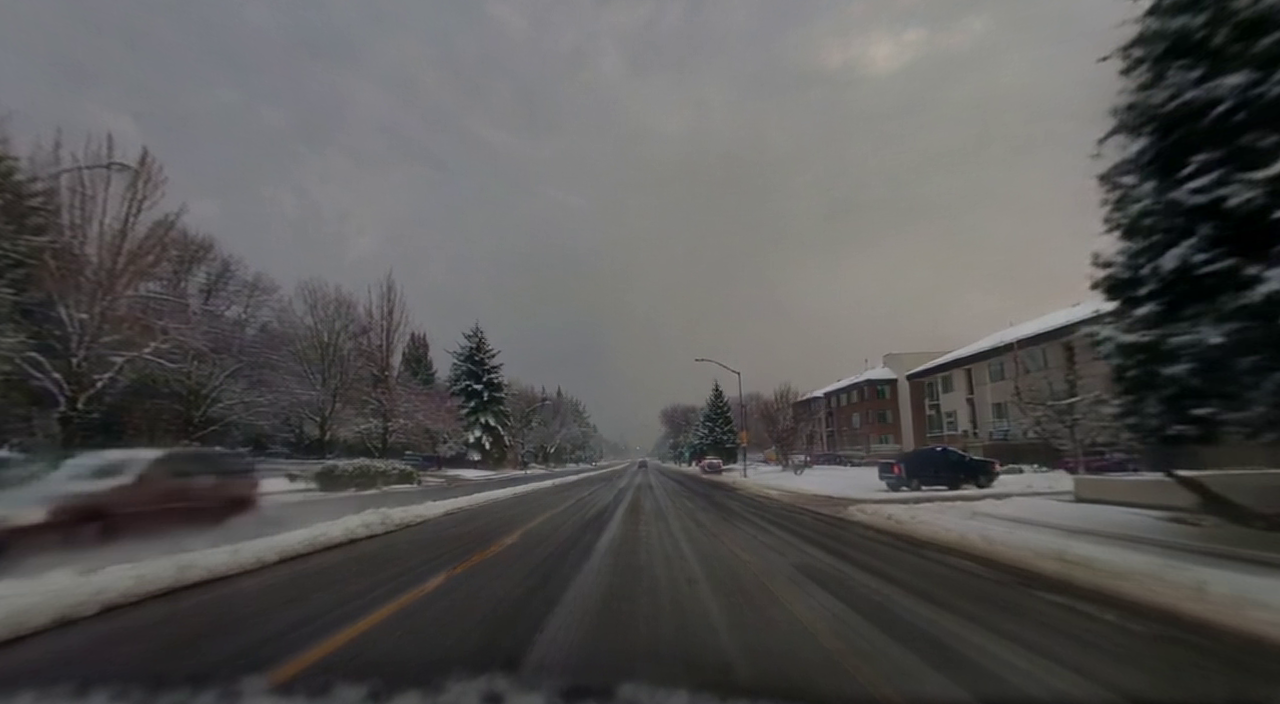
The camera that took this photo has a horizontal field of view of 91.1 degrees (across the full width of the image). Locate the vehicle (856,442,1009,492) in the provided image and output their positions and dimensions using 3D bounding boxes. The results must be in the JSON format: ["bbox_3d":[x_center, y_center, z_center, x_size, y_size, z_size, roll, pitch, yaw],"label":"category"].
[{"bbox_3d":[11.270,4.444,24.518,4.903,1.831,2.098,0,-9,2],"label":"vehicle"}]

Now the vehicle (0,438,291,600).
[{"bbox_3d":[-7.476,2.120,9.015,2.220,1.681,4.633,0,-8,1],"label":"vehicle"}]
